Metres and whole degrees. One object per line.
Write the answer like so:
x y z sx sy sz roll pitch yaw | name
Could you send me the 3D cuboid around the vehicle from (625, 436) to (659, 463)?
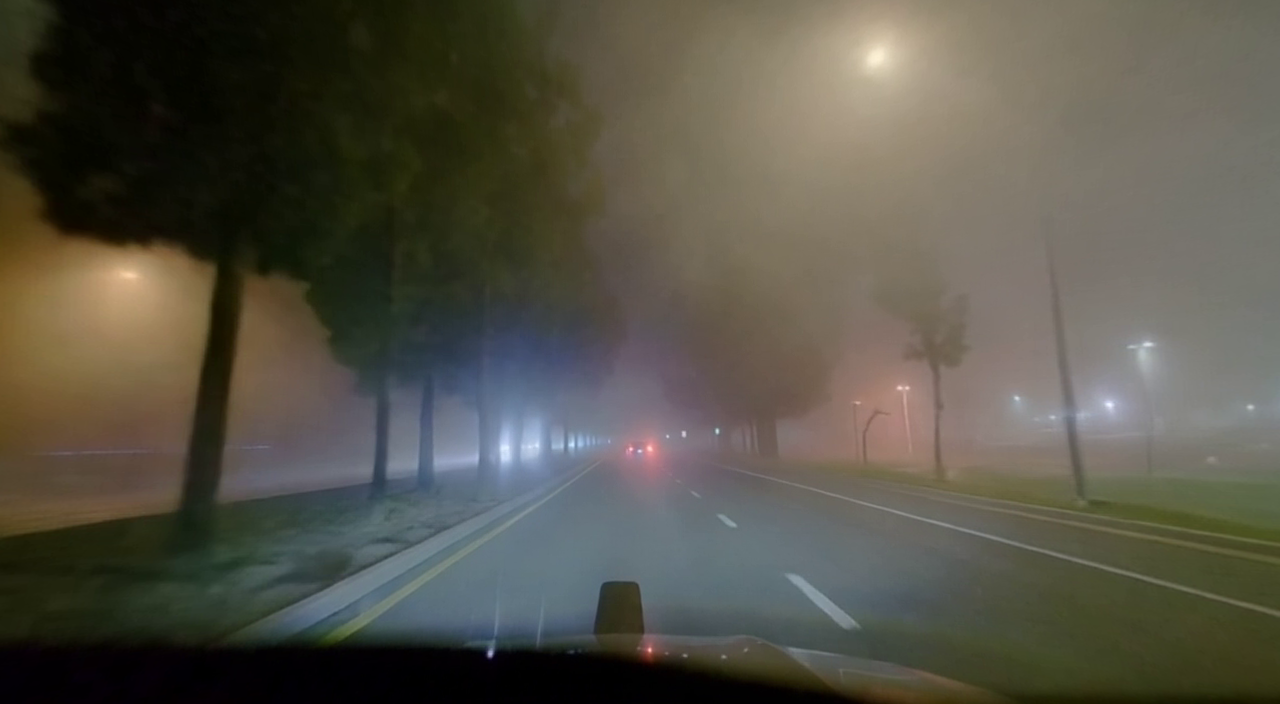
0.092 6.116 39.573 2.048 1.584 4.393 0 -8 -1 | vehicle
